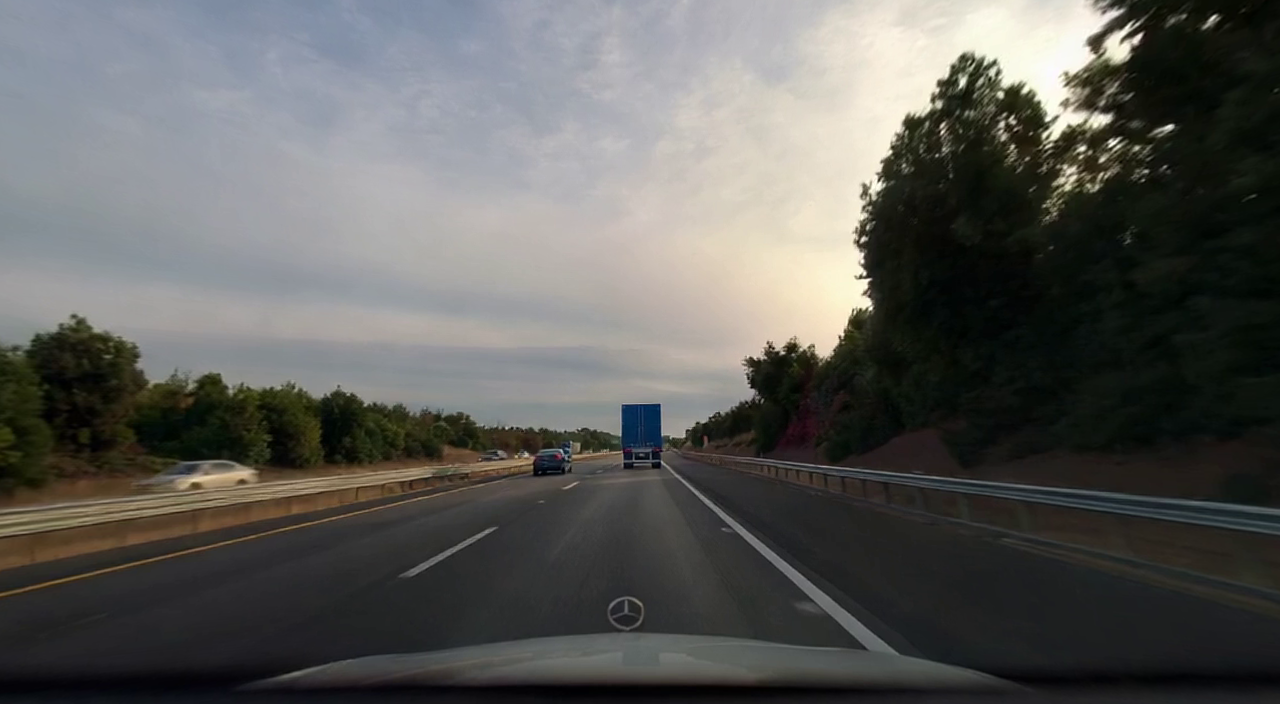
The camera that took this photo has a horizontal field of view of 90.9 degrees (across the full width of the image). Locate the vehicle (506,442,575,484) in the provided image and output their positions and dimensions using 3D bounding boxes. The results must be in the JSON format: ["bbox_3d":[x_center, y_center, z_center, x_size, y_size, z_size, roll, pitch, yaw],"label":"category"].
[{"bbox_3d":[-3.967,4.490,25.793,2.063,1.583,4.049,0,-9,1],"label":"vehicle"}]

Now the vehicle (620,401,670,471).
[{"bbox_3d":[0.350,5.576,41.252,2.899,3.966,10.053,0,-9,1],"label":"vehicle"}]
